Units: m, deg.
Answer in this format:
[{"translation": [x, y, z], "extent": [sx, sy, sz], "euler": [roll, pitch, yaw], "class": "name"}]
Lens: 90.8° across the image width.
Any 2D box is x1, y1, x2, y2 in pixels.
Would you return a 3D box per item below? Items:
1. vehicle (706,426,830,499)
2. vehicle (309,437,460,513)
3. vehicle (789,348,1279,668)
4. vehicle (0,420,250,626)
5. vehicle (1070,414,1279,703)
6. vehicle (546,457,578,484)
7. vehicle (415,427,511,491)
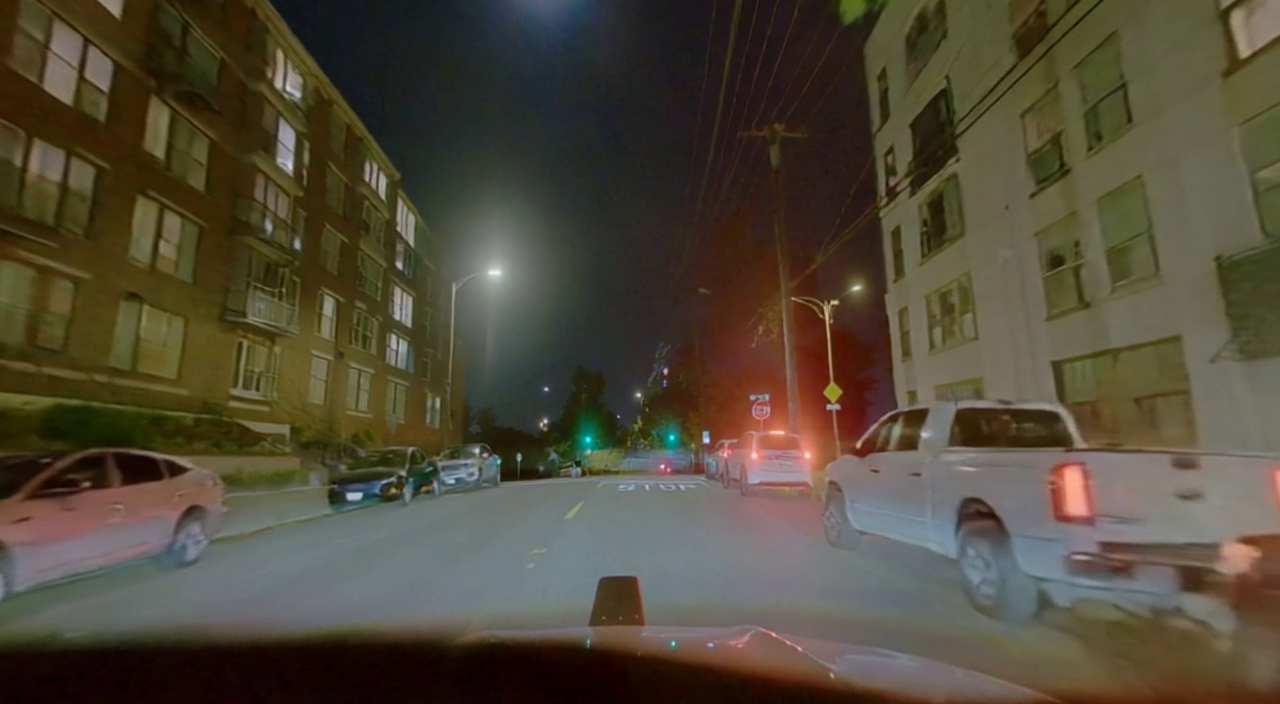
[{"translation": [3.294, 2.965, 17.373], "extent": [2.154, 1.699, 4.591], "euler": [0, -8, -4], "class": "vehicle"}, {"translation": [-6.355, 3.075, 16.365], "extent": [2.069, 1.647, 4.359], "euler": [-1, -8, 0], "class": "vehicle"}, {"translation": [3.294, 1.288, 6.416], "extent": [2.082, 1.902, 5.122], "euler": [0, -8, -3], "class": "vehicle"}, {"translation": [-6.337, 1.598, 6.427], "extent": [1.947, 1.707, 4.352], "euler": [0, -8, 0], "class": "vehicle"}, {"translation": [3.592, 0.832, 1.398], "extent": [1.925, 1.489, 4.655], "euler": [0, -8, -1], "class": "vehicle"}, {"translation": [-5.946, 9.103, 48.777], "extent": [1.987, 1.662, 4.141], "euler": [-2, -7, -1], "class": "vehicle"}, {"translation": [-6.120, 3.845, 22.545], "extent": [2.076, 1.913, 5.060], "euler": [-2, -10, -1], "class": "vehicle"}]
